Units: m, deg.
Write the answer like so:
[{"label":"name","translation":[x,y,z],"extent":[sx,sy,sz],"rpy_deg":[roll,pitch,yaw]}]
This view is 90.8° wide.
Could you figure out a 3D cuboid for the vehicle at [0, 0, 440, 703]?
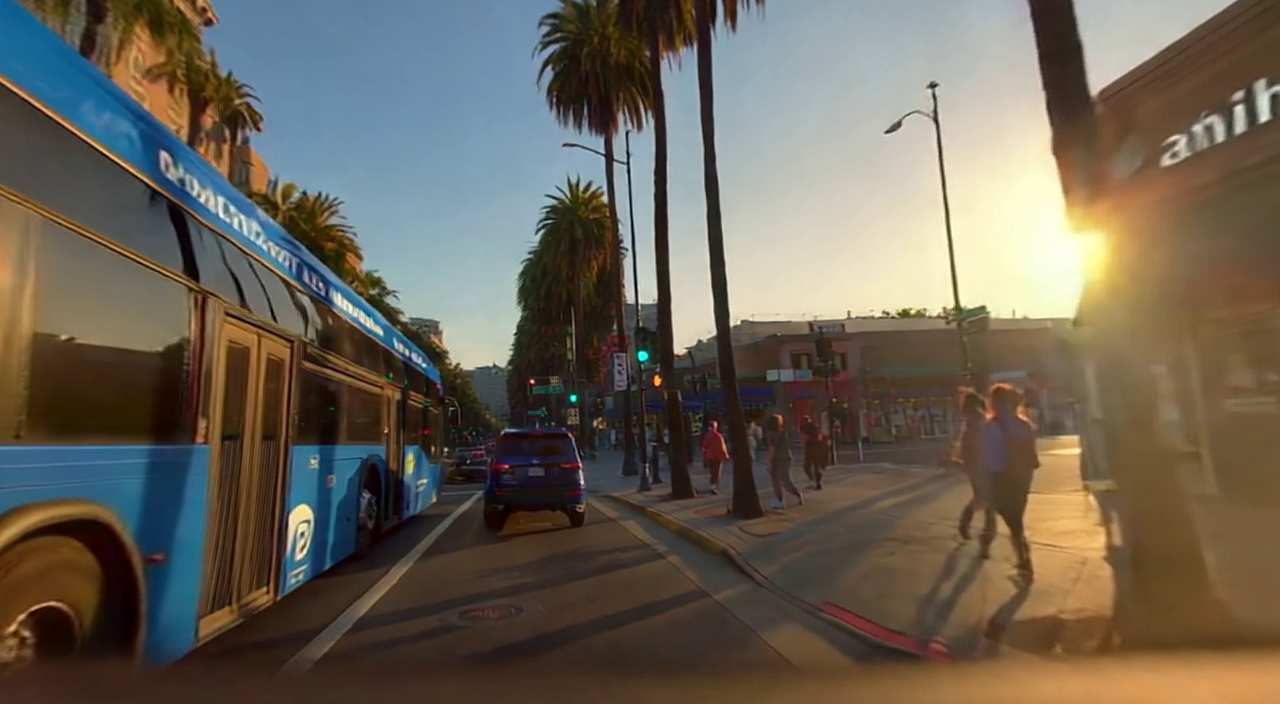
[{"label":"vehicle","translation":[-4.376,0.596,6.049],"extent":[2.863,3.233,11.573],"rpy_deg":[1,-9,-9]}]

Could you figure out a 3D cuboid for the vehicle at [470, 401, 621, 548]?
[{"label":"vehicle","translation":[-1.750,1.939,10.622],"extent":[2.002,1.907,4.211],"rpy_deg":[2,-9,-14]}]
